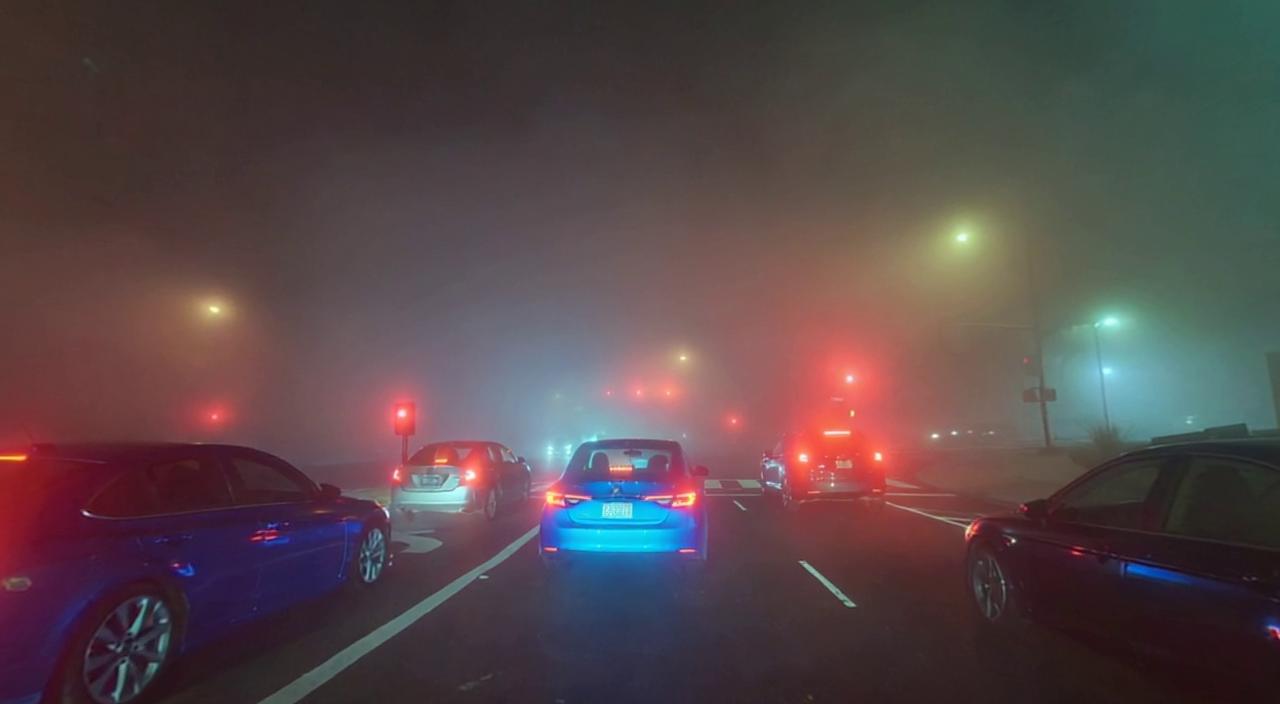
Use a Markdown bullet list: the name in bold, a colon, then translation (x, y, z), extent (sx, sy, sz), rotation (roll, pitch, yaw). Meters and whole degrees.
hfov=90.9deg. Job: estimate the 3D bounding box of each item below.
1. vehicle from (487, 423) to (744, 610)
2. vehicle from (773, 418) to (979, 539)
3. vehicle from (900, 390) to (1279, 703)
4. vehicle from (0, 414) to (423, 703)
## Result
- **vehicle**: translation (-0.184, 1.623, 7.128), extent (2.059, 1.477, 3.988), rotation (0, -8, 1)
- **vehicle**: translation (3.767, 2.095, 11.007), extent (2.007, 1.683, 4.171), rotation (0, -8, 1)
- **vehicle**: translation (3.430, 1.092, 3.693), extent (1.981, 1.499, 4.536), rotation (0, -8, 2)
- **vehicle**: translation (-3.409, 1.301, 4.717), extent (1.980, 1.454, 4.226), rotation (0, -8, 1)
